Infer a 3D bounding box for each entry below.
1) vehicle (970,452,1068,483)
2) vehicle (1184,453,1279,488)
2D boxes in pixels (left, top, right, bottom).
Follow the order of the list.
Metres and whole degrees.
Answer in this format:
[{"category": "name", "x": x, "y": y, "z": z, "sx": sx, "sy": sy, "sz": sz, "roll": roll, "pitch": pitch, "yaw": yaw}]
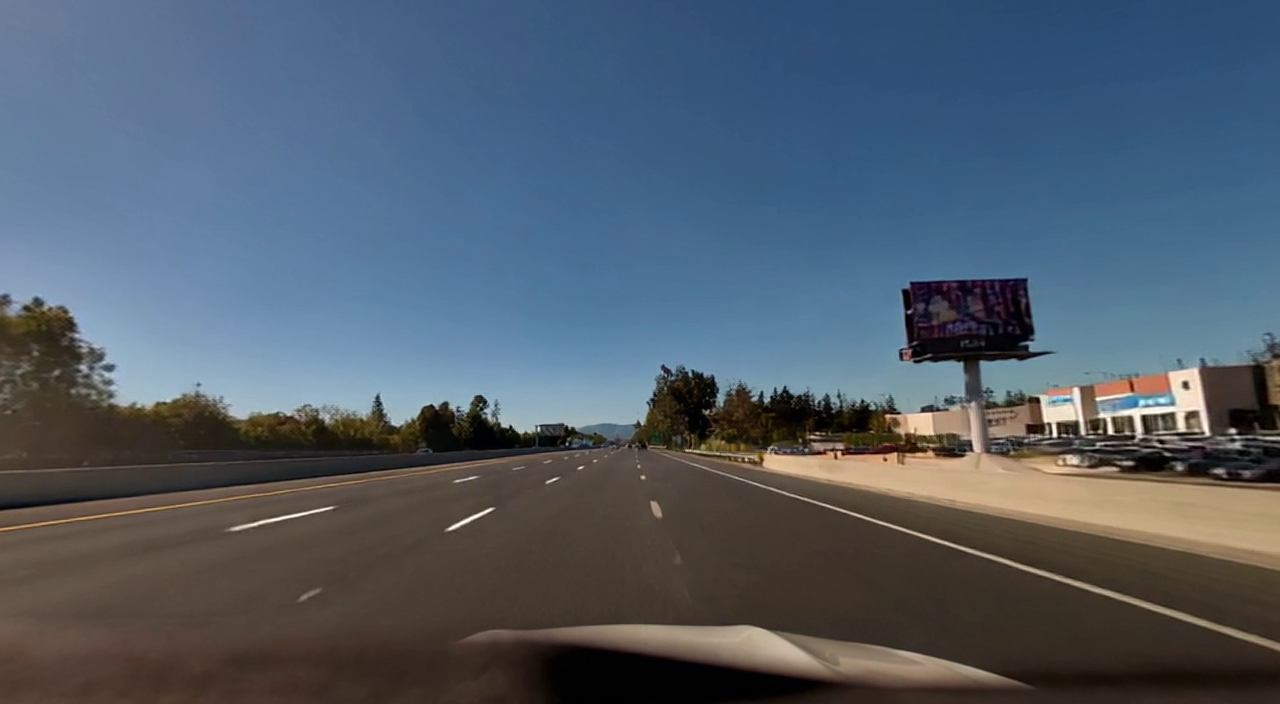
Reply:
[{"category": "vehicle", "x": 27.303, "y": 8.315, "z": 45.533, "sx": 5.531, "sy": 1.855, "sz": 2.208, "roll": -3, "pitch": -8, "yaw": -1}, {"category": "vehicle", "x": 33.659, "y": 6.556, "z": 34.961, "sx": 4.896, "sy": 1.808, "sz": 2.225, "roll": 1, "pitch": -8, "yaw": -2}]
